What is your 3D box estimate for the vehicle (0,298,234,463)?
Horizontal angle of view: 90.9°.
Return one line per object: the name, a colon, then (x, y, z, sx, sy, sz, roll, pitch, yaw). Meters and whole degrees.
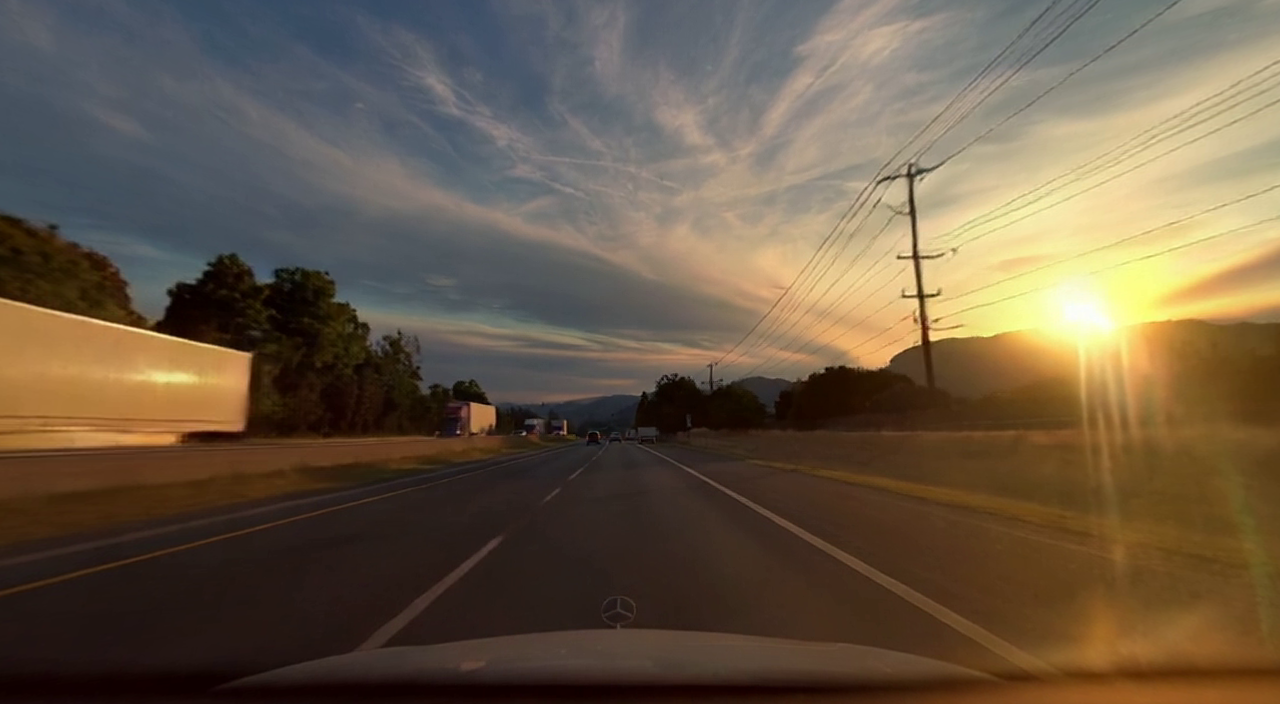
vehicle: (-16.476, 0.929, 16.669, 2.828, 3.852, 13.292, 0, -8, -1)
